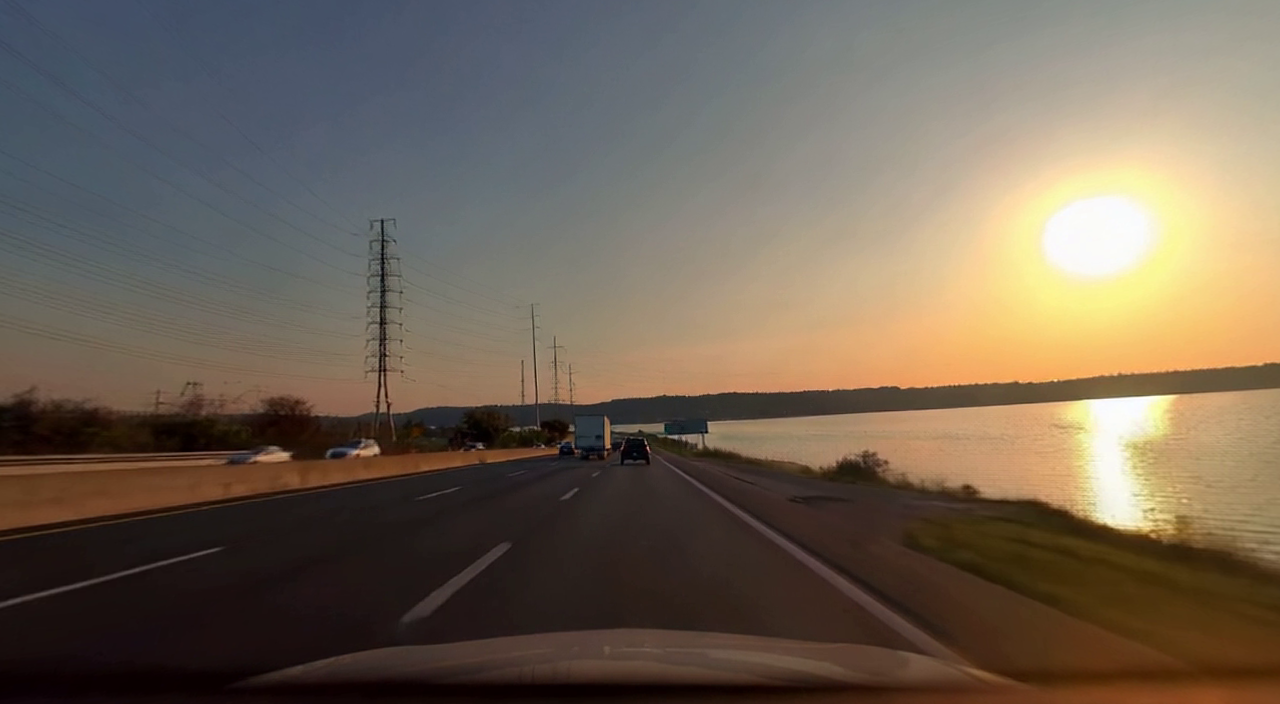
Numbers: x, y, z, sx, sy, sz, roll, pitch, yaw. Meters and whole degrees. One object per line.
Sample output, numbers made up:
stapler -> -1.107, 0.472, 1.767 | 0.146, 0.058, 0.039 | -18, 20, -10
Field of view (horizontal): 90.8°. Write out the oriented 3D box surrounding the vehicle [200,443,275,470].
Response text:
vehicle -> -23.198, 6.031, 36.584 | 1.750, 1.453, 3.998 | 0, -8, -2

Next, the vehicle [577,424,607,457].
vehicle -> -3.739, 6.940, 49.656 | 2.178, 2.522, 2.054 | 0, -8, 1

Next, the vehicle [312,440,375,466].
vehicle -> -18.959, 6.471, 40.637 | 1.934, 1.600, 4.508 | 0, -8, -1

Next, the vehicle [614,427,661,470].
vehicle -> -0.141, 5.250, 34.372 | 2.358, 2.144, 4.713 | 0, -8, 0
